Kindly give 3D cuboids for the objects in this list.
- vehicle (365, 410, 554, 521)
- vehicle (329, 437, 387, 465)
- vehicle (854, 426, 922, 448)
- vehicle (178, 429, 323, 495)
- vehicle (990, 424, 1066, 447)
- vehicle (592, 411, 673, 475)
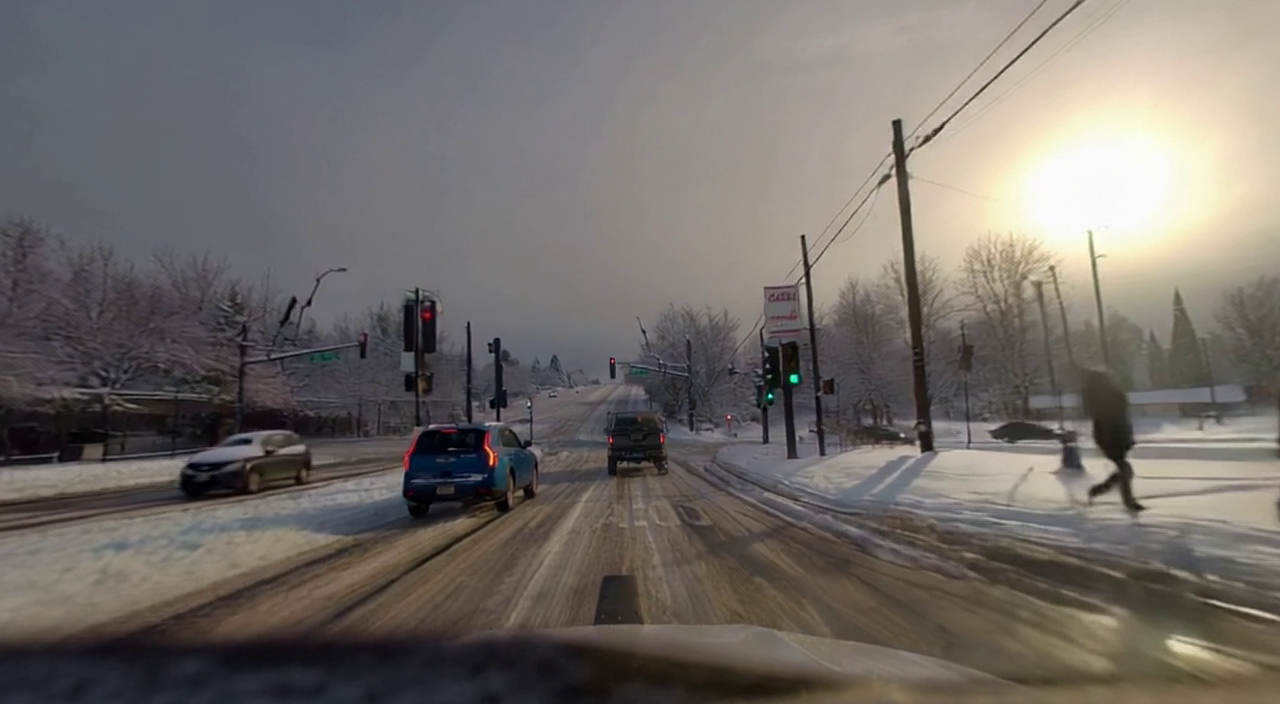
[{"bbox_3d":[-3.190,2.151,12.471,2.247,1.734,4.919,0,-8,1],"label":"vehicle"},{"bbox_3d":[-16.555,5.843,37.127,1.719,1.523,3.864,0,-8,-1],"label":"vehicle"},{"bbox_3d":[17.503,6.047,44.558,3.997,1.496,1.907,1,-8,-11],"label":"vehicle"},{"bbox_3d":[-12.031,3.400,19.845,1.912,1.831,4.314,0,-8,-3],"label":"vehicle"},{"bbox_3d":[28.876,6.206,46.898,4.403,1.484,1.952,-1,-9,-5],"label":"vehicle"},{"bbox_3d":[-0.220,3.252,22.588,2.552,1.999,5.498,0,-8,0],"label":"vehicle"}]
